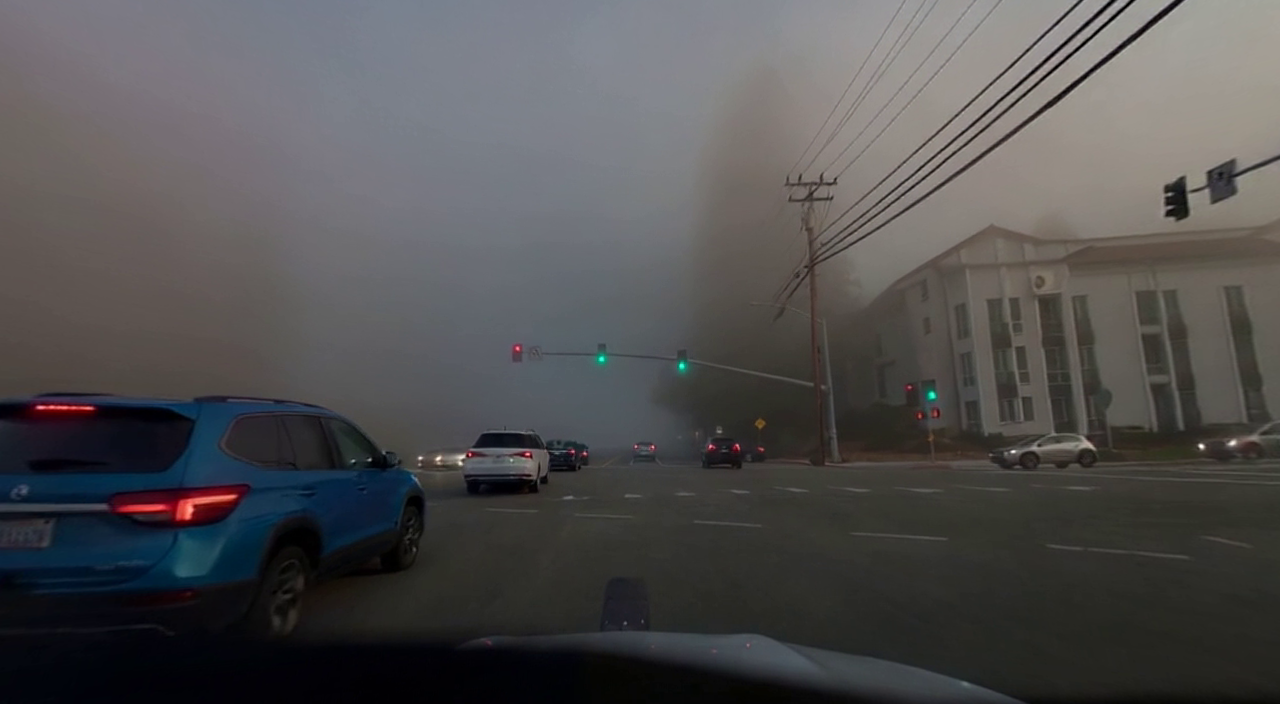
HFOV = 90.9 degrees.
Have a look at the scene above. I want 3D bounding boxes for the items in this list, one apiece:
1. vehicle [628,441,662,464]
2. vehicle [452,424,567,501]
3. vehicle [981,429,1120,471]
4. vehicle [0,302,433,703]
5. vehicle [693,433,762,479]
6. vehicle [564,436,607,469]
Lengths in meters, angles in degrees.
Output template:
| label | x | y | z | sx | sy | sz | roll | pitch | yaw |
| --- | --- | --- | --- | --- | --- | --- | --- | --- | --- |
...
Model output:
| label | x | y | z | sx | sy | sz | roll | pitch | yaw |
| --- | --- | --- | --- | --- | --- | --- | --- | --- | --- |
| vehicle | 0.370 | 6.870 | 43.192 | 2.185 | 1.515 | 4.215 | 0 | -8 | 1 |
| vehicle | -3.230 | 2.842 | 16.566 | 1.958 | 1.744 | 4.315 | 0 | -8 | 2 |
| vehicle | 16.332 | 3.931 | 25.300 | 4.119 | 1.574 | 2.028 | -1 | -9 | 8 |
| vehicle | -3.153 | 1.017 | 4.052 | 2.127 | 1.754 | 4.287 | 0 | -8 | 1 |
| vehicle | 3.545 | 4.332 | 26.425 | 2.201 | 1.734 | 4.564 | 0 | -8 | -1 |
| vehicle | -2.916 | 5.520 | 34.643 | 1.900 | 1.677 | 4.128 | 0 | -8 | 2 |
